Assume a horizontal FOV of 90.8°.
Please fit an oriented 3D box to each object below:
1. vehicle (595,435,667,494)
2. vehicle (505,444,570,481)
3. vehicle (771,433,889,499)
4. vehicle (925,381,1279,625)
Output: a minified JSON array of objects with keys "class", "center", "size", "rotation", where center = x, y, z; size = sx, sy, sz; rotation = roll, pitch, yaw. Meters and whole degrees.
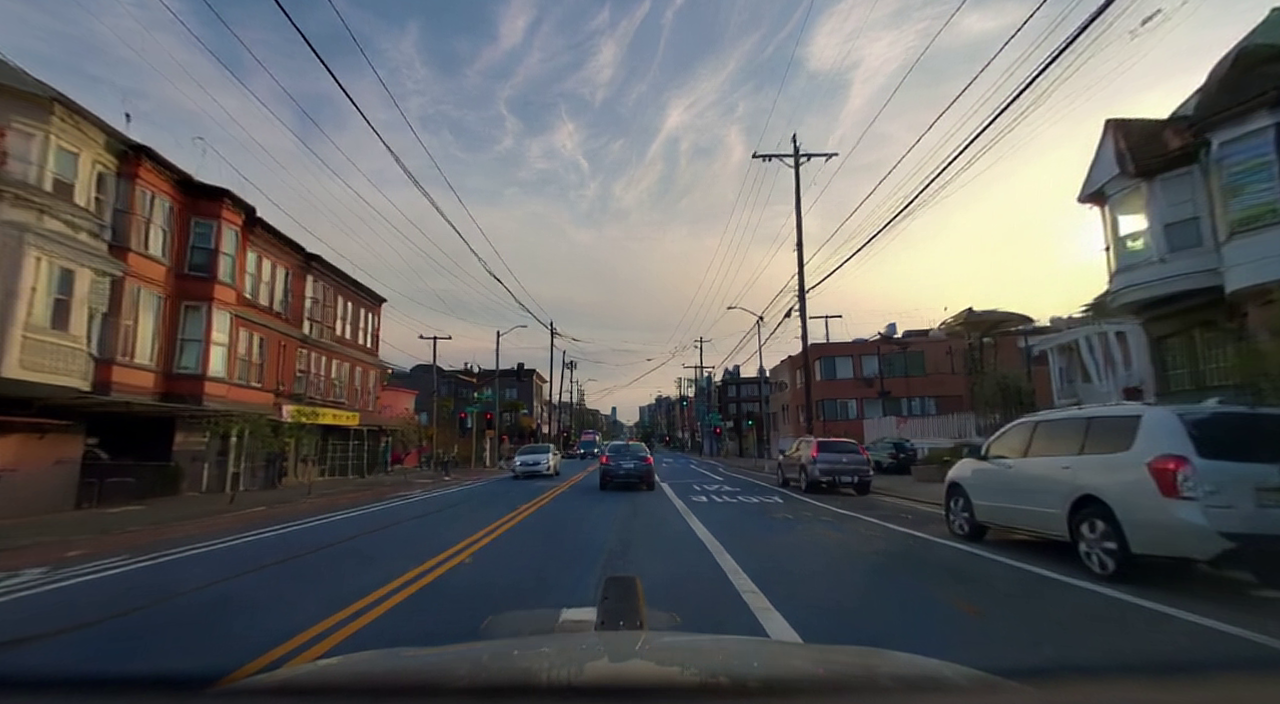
[{"class":"vehicle","center":[-0.267,3.416,19.486],"size":[1.980,1.635,3.795],"rotation":[0,-8,0]},{"class":"vehicle","center":[-4.459,4.872,28.210],"size":[2.181,1.500,4.319],"rotation":[0,-8,0]},{"class":"vehicle","center":[6.166,3.765,21.413],"size":[2.197,1.917,5.637],"rotation":[0,-8,-1]},{"class":"vehicle","center":[6.134,1.713,8.300],"size":[2.208,2.106,5.496],"rotation":[0,-9,0]}]
